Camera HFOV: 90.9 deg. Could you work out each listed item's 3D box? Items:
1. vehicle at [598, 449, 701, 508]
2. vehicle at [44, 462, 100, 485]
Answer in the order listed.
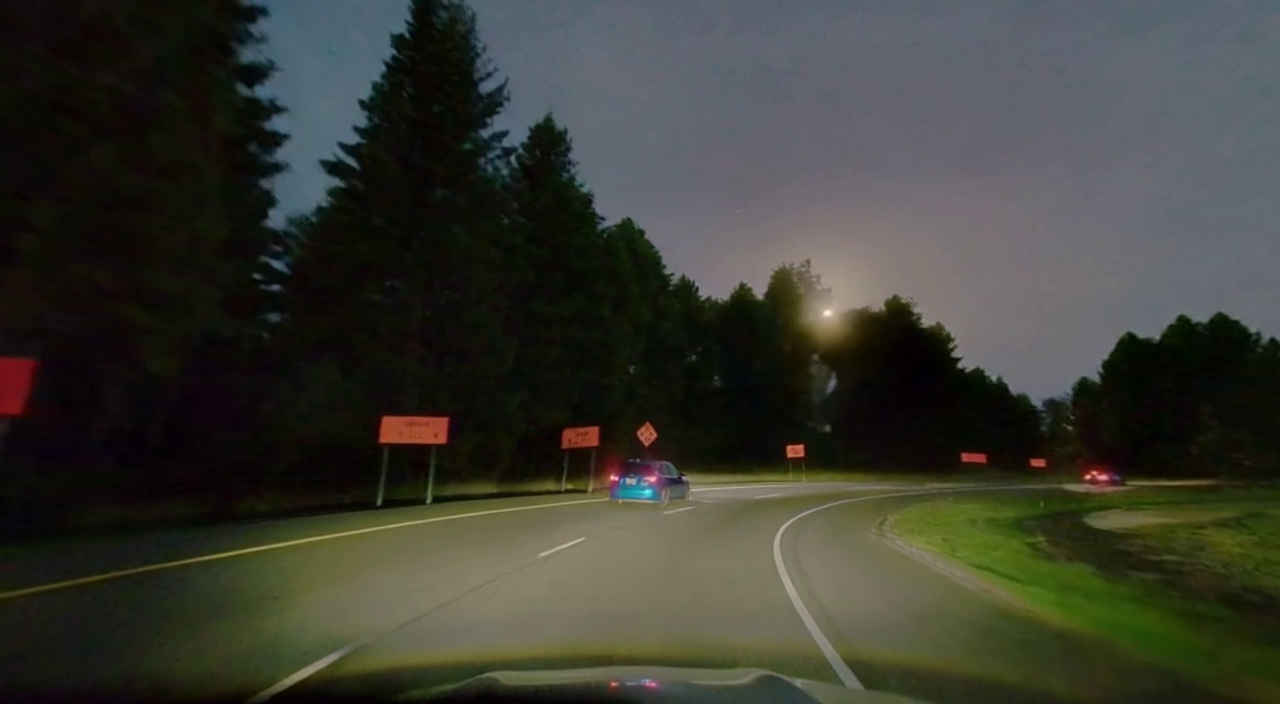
[{"bbox_3d":[0.457,4.101,20.661,1.997,1.692,4.422,-3,-11,20],"label":"vehicle"},{"bbox_3d":[-39.898,8.531,44.361,1.758,1.470,3.823,5,-11,-25],"label":"vehicle"}]
